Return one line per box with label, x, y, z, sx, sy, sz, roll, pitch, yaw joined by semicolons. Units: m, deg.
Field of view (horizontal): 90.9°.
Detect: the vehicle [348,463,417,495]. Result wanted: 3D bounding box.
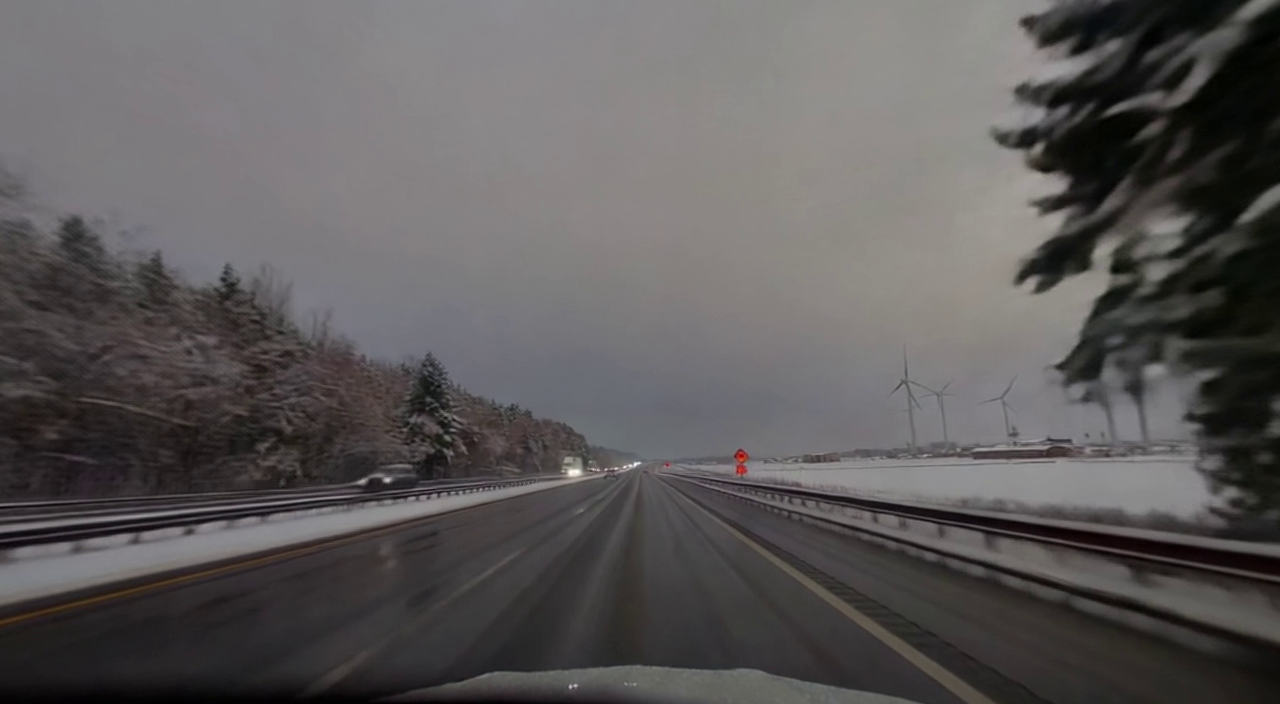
vehicle;-15.687;7.737;38.687;1.990;1.777;5.101;0;-10;1
